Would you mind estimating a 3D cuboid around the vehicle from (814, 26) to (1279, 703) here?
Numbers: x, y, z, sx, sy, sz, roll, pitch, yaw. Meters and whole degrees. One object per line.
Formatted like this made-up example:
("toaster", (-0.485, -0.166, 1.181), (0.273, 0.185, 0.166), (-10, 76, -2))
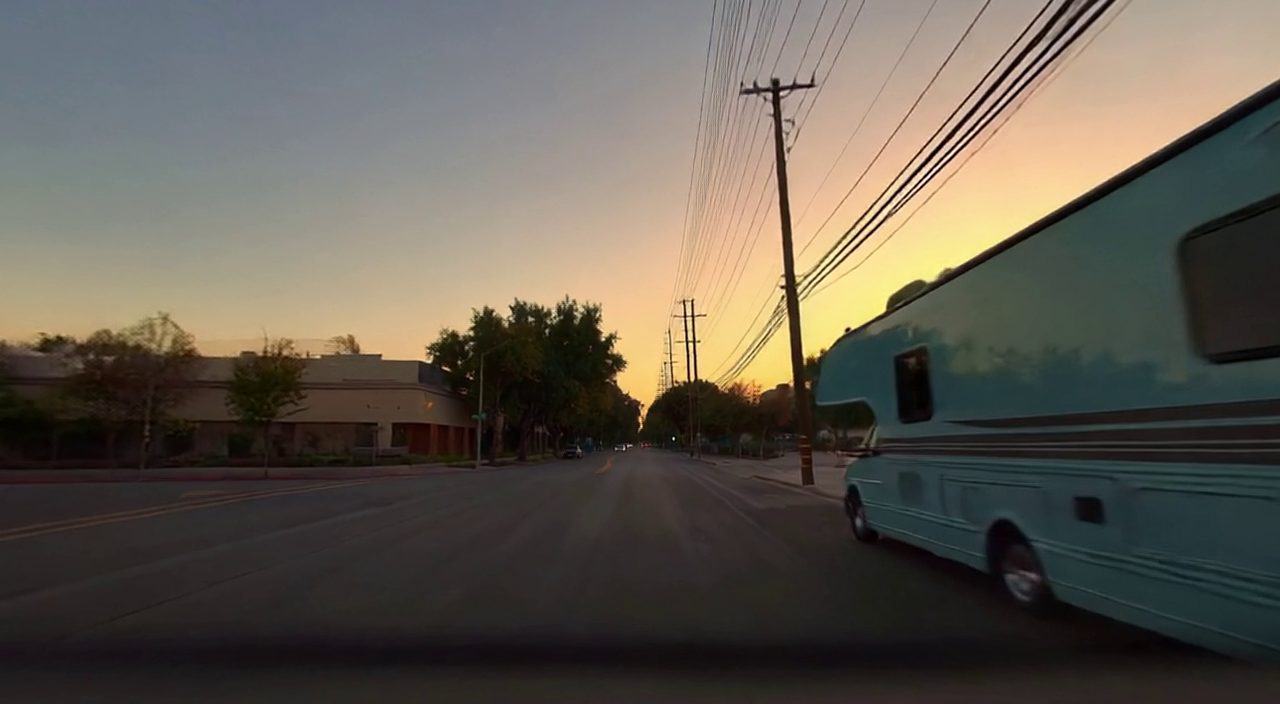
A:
("vehicle", (4.244, 0.593, 4.952), (3.110, 3.241, 8.788), (0, -9, -1))
